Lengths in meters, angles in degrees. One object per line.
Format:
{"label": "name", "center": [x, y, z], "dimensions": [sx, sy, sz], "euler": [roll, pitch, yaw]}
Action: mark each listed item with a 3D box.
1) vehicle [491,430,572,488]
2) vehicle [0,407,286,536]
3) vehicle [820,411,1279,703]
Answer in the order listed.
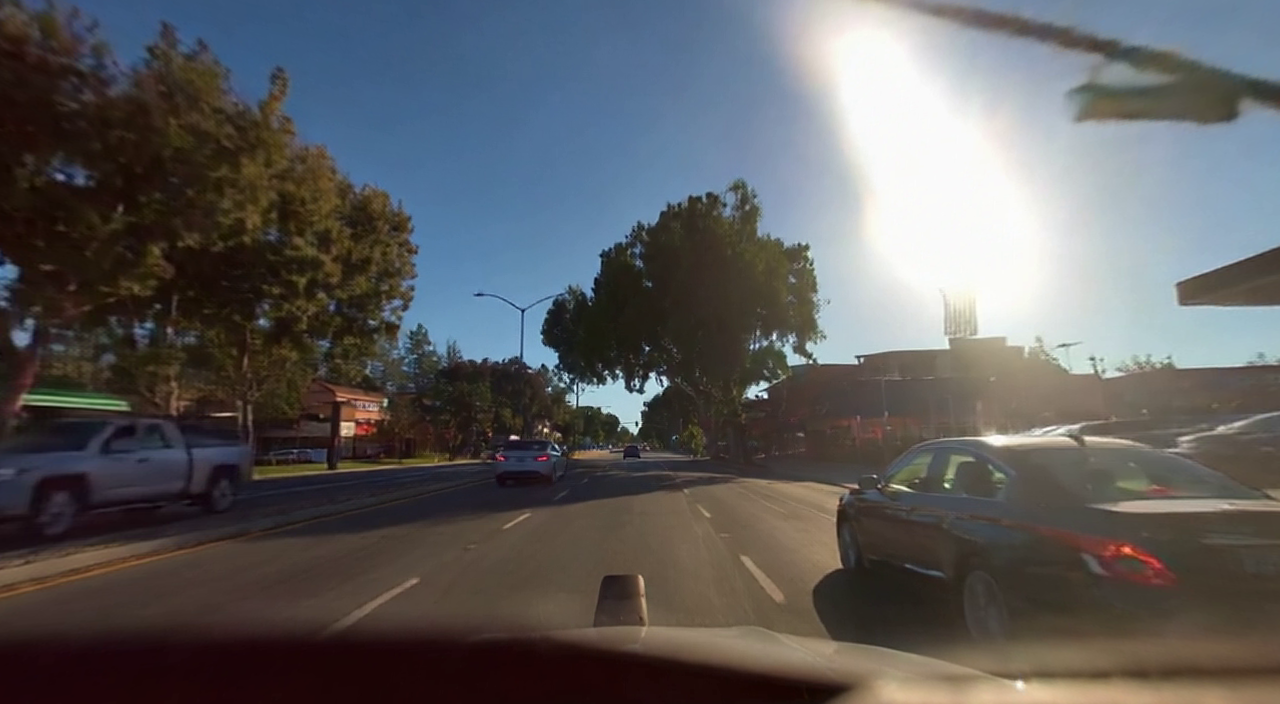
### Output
{"label": "vehicle", "center": [-3.683, 3.745, 22.366], "dimensions": [1.997, 1.806, 4.500], "euler": [0, -8, 1]}
{"label": "vehicle", "center": [-9.570, 2.234, 12.366], "dimensions": [2.301, 1.926, 5.183], "euler": [-2, -9, 0]}
{"label": "vehicle", "center": [3.200, 1.364, 5.160], "dimensions": [1.975, 1.502, 4.787], "euler": [0, -8, -1]}
